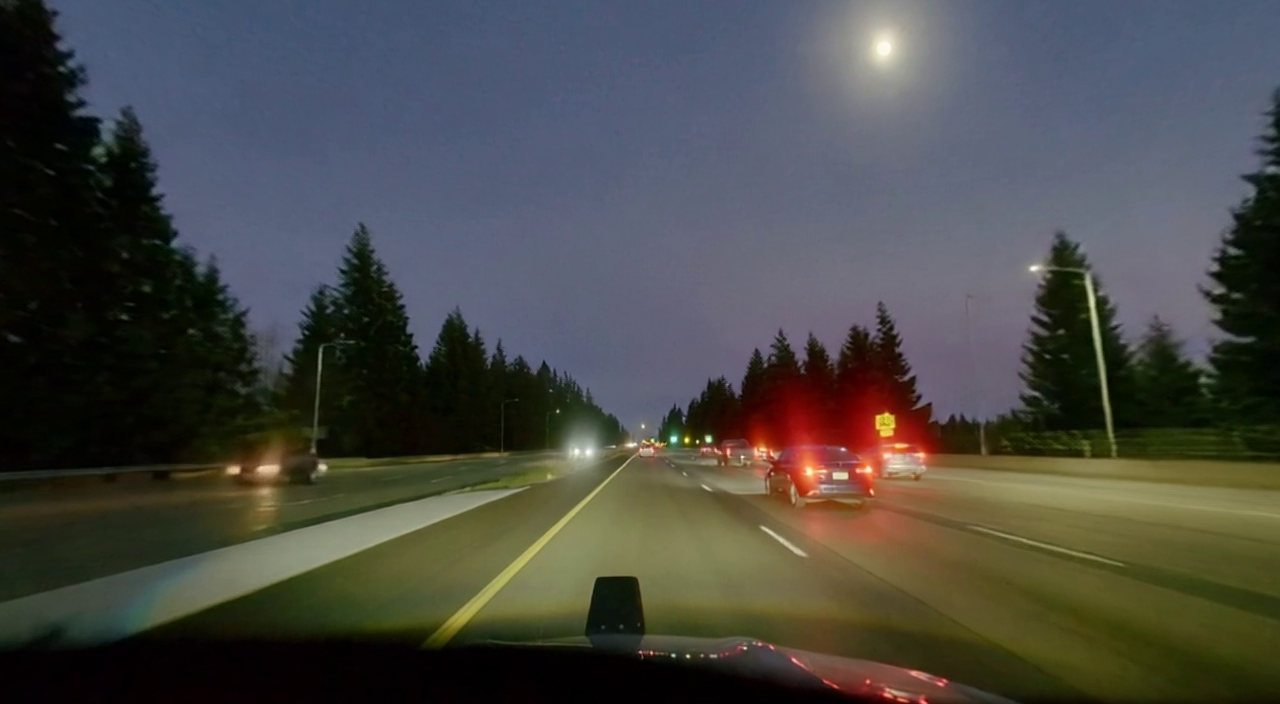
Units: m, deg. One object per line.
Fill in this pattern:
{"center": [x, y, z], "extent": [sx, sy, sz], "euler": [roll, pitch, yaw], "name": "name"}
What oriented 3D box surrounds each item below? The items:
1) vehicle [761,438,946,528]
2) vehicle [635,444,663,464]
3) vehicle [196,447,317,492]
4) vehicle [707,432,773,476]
{"center": [3.969, 2.499, 12.723], "extent": [1.904, 1.453, 4.789], "euler": [0, -8, -2], "name": "vehicle"}
{"center": [0.639, 7.832, 48.471], "extent": [2.052, 1.472, 4.295], "euler": [0, -8, 0], "name": "vehicle"}
{"center": [-15.213, 4.639, 25.244], "extent": [2.012, 1.624, 4.428], "euler": [0, -8, 1], "name": "vehicle"}
{"center": [4.691, 4.888, 30.350], "extent": [2.206, 1.902, 5.460], "euler": [0, -8, -1], "name": "vehicle"}
